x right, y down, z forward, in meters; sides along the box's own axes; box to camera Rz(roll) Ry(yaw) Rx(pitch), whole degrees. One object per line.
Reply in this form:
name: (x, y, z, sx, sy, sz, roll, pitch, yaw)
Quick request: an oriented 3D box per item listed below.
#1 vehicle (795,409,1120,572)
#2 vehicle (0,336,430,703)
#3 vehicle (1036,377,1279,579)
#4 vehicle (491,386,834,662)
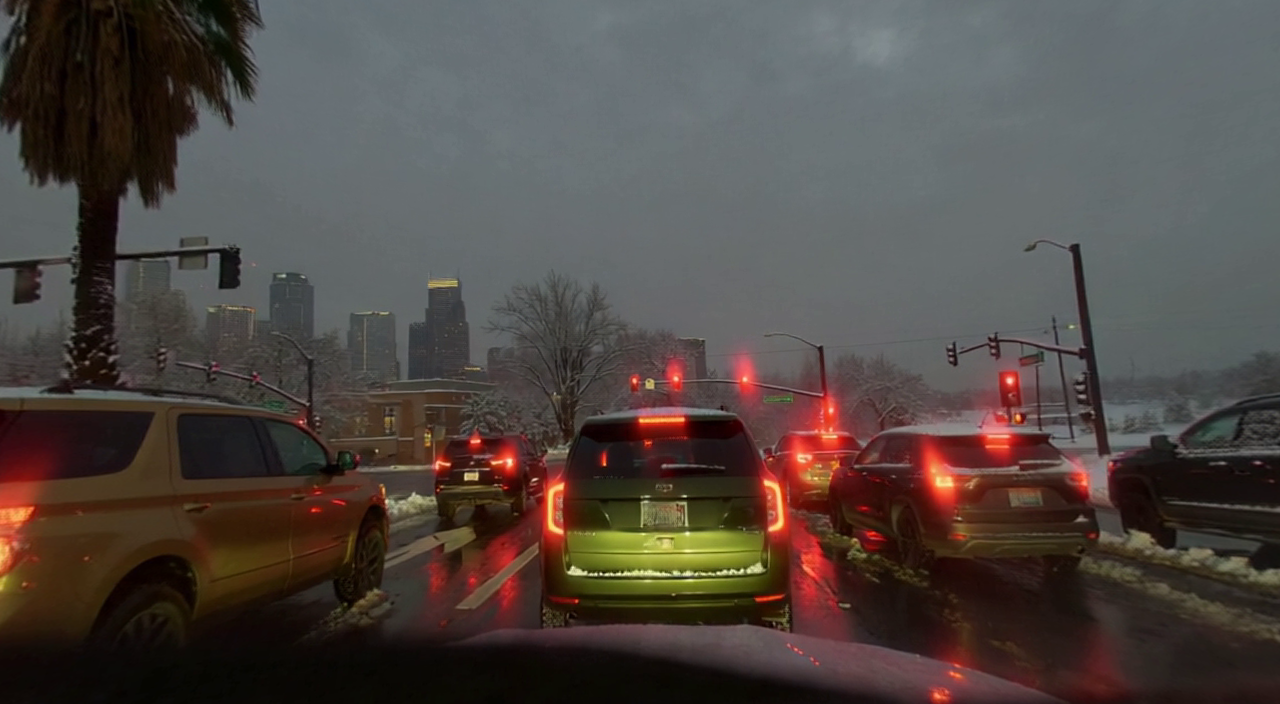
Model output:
vehicle: (4.012, 1.857, 9.301, 2.072, 1.704, 5.170, 0, -9, 0)
vehicle: (-3.160, 1.087, 3.902, 2.171, 1.702, 4.416, 0, -9, 0)
vehicle: (7.335, 1.335, 6.862, 2.337, 1.925, 5.728, 0, -8, 1)
vehicle: (0.170, 1.375, 6.046, 2.123, 1.704, 4.128, 0, -9, 1)
